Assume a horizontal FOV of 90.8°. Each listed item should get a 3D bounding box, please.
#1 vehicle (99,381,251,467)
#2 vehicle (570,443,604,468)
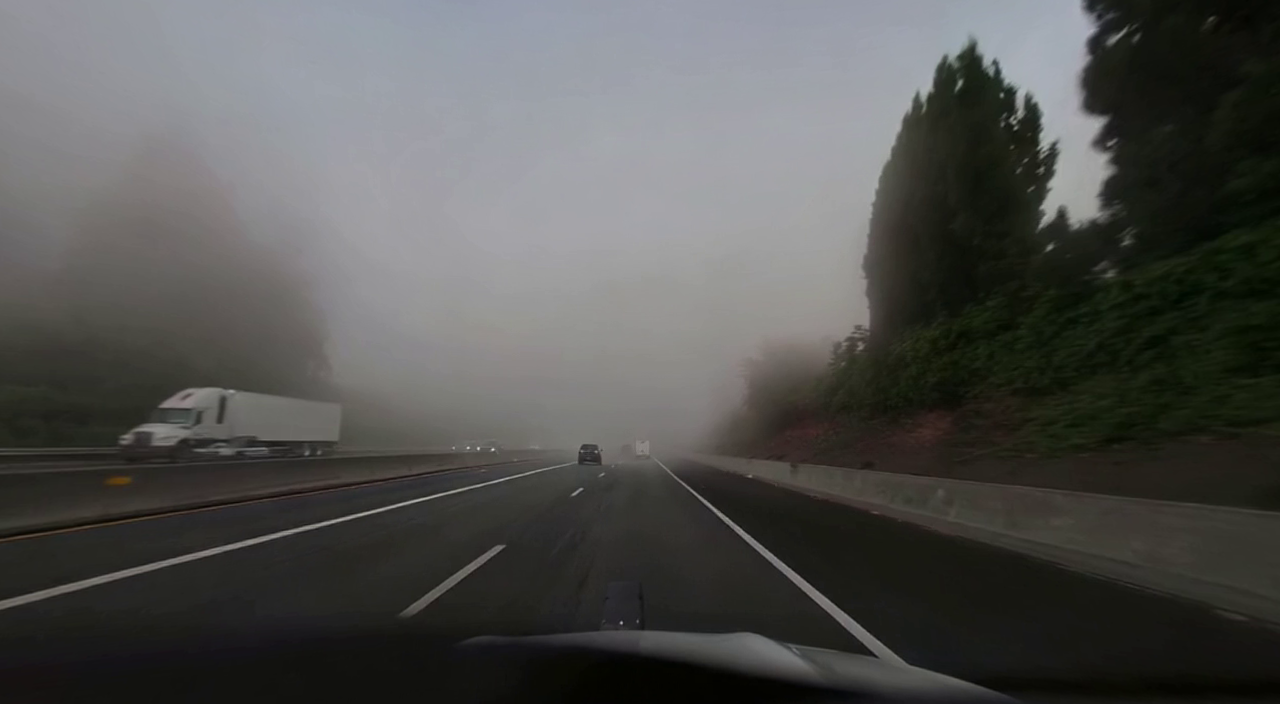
[{"bbox_3d":[-23.124,3.738,31.891,2.999,3.954,5.878,0,-9,0],"label":"vehicle"},{"bbox_3d":[-3.513,6.909,42.139,1.921,1.536,3.920,0,-9,0],"label":"vehicle"}]
